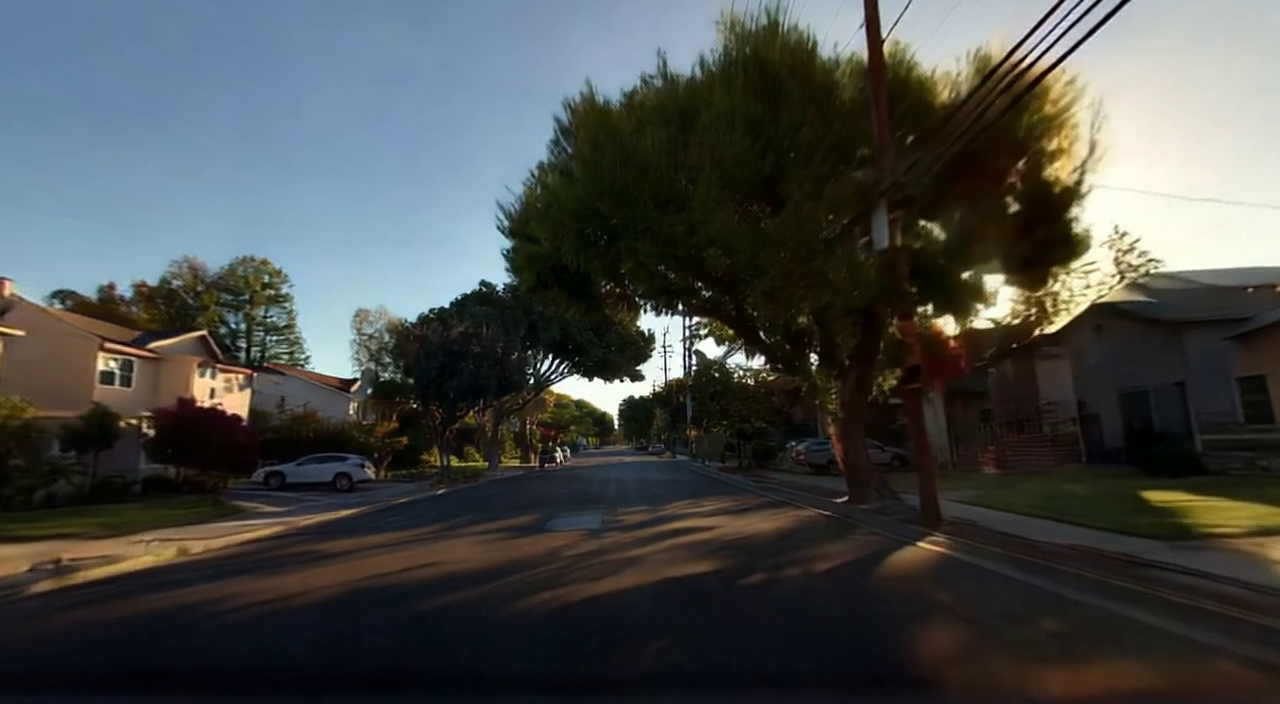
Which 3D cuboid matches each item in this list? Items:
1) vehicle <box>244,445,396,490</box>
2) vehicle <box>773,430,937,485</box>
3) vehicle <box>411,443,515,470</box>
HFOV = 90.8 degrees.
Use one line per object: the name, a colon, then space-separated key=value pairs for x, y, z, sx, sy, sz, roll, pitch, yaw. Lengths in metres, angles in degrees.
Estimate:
vehicle: x=-11.356 y=4.116 z=22.717 sx=4.371 sy=1.482 sz=1.954 roll=0 pitch=-9 yaw=-3
vehicle: x=8.854 y=4.358 z=26.445 sx=5.890 sy=1.896 sz=2.459 roll=-2 pitch=-7 yaw=-2
vehicle: x=-12.494 y=7.413 z=45.016 sx=6.619 sy=1.759 sz=2.632 roll=0 pitch=-8 yaw=-3
